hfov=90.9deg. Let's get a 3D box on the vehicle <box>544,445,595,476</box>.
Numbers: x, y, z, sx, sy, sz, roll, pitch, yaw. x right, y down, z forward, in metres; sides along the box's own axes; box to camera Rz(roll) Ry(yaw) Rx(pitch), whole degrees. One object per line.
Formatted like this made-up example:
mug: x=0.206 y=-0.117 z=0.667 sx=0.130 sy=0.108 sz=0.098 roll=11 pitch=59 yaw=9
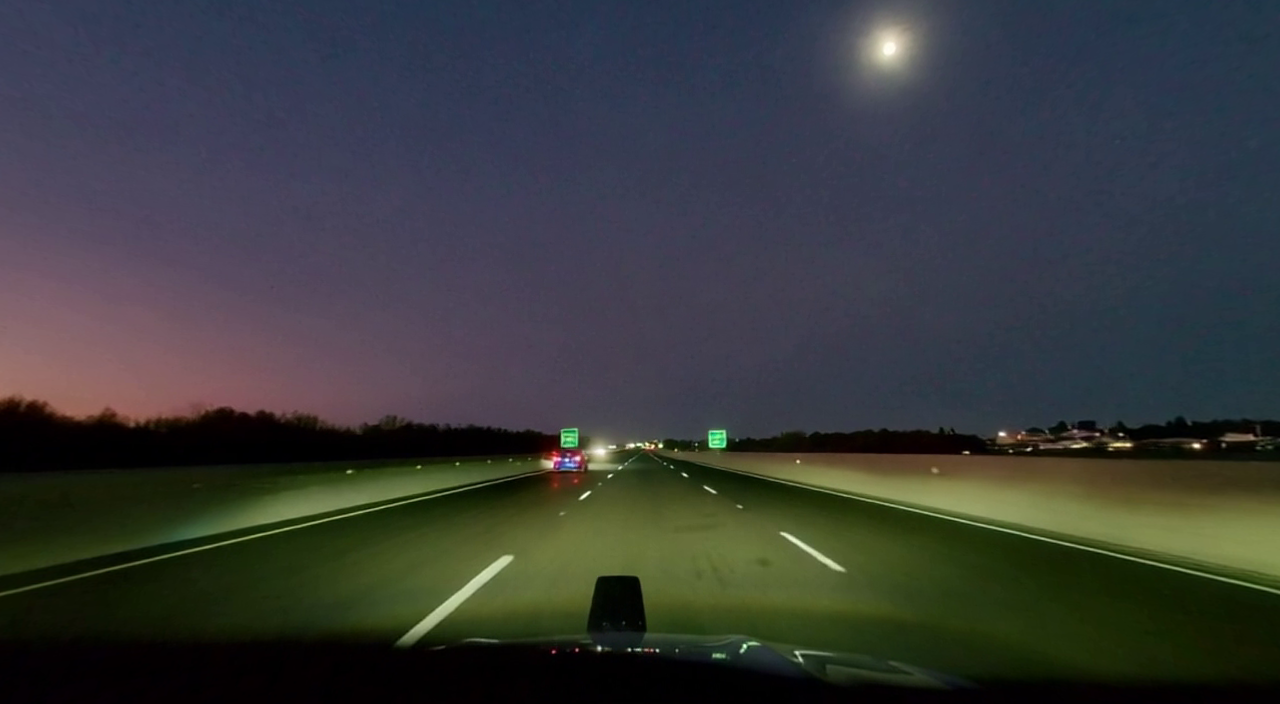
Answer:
vehicle: x=-3.736 y=5.858 z=34.222 sx=2.160 sy=1.552 sz=4.592 roll=0 pitch=-9 yaw=1
